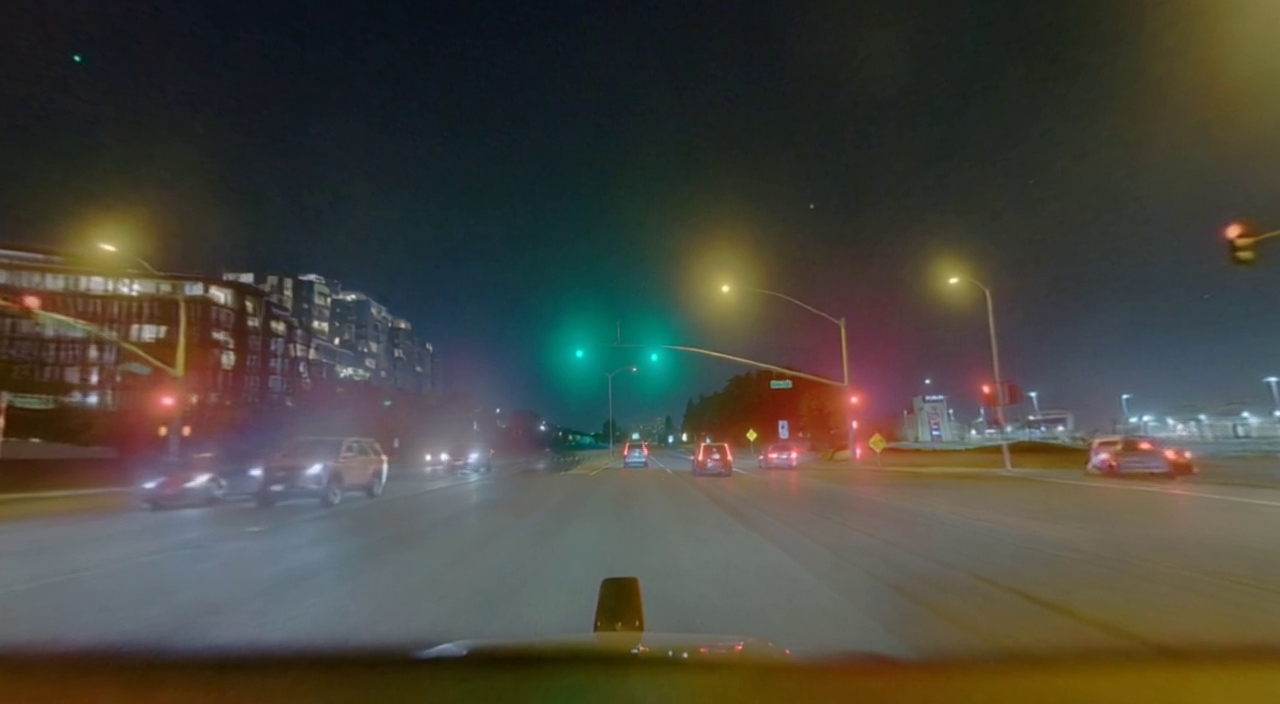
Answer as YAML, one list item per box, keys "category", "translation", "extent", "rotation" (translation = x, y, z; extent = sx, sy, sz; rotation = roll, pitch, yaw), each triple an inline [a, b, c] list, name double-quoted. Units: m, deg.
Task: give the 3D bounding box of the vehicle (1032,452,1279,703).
- category: "vehicle"
  translation: [3.251, 0.896, 1.283]
  extent: [2.080, 1.321, 4.382]
  rotation: [0, -8, 0]

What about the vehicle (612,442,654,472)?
- category: "vehicle"
  translation: [-0.398, 5.669, 34.358]
  extent: [2.143, 1.480, 4.006]
  rotation: [0, -8, -1]

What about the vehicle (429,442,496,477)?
- category: "vehicle"
  translation: [-9.111, 5.529, 32.868]
  extent: [2.160, 1.689, 4.451]
  rotation: [0, -8, 0]

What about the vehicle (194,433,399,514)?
- category: "vehicle"
  translation: [-8.572, 3.053, 16.490]
  extent: [2.590, 1.769, 4.827]
  rotation: [0, -8, 0]

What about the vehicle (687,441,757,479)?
- category: "vehicle"
  translation: [3.394, 4.586, 27.135]
  extent: [2.226, 1.490, 4.593]
  rotation: [0, -8, -2]

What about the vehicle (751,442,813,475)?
- category: "vehicle"
  translation: [6.816, 5.152, 30.854]
  extent: [1.861, 1.473, 4.393]
  rotation: [0, -8, -2]
